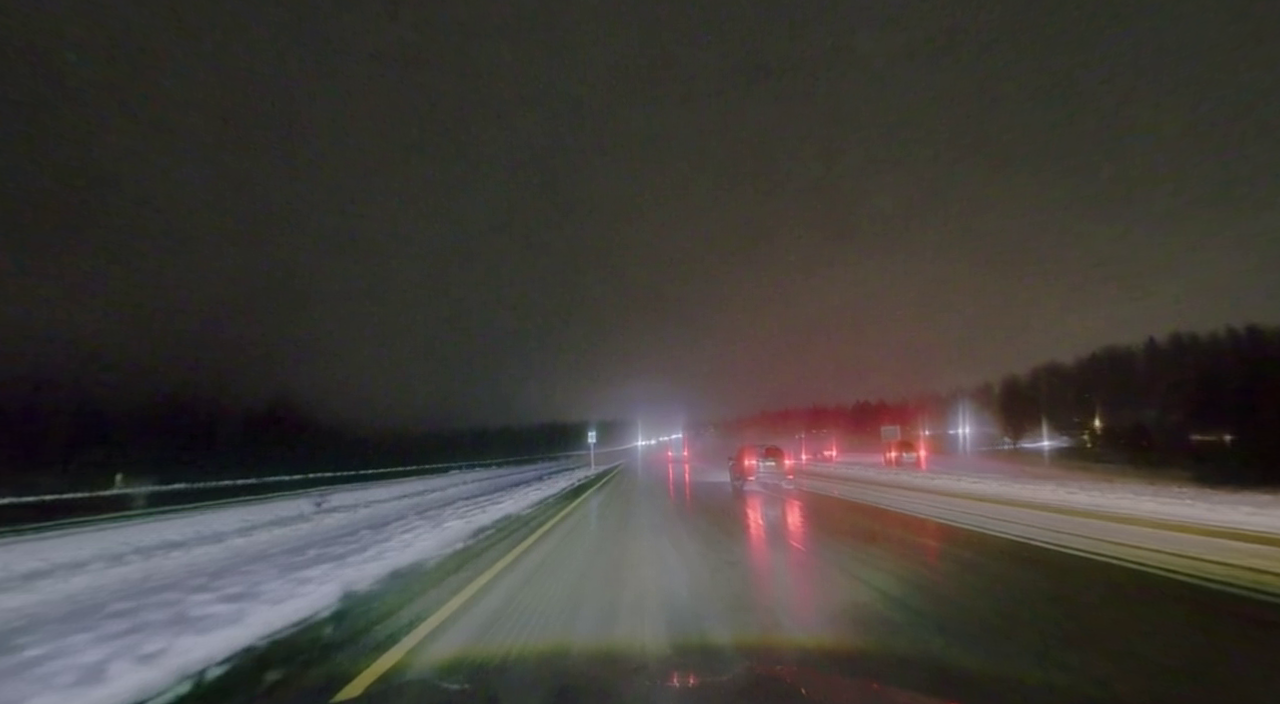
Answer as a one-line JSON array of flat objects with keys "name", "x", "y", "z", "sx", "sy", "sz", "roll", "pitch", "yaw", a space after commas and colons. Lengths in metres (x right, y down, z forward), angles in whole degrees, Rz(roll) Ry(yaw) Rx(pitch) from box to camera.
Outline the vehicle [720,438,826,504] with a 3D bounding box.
[{"name": "vehicle", "x": 3.495, "y": 3.200, "z": 17.291, "sx": 2.024, "sy": 1.579, "sz": 3.707, "roll": 0, "pitch": -9, "yaw": -1}]
